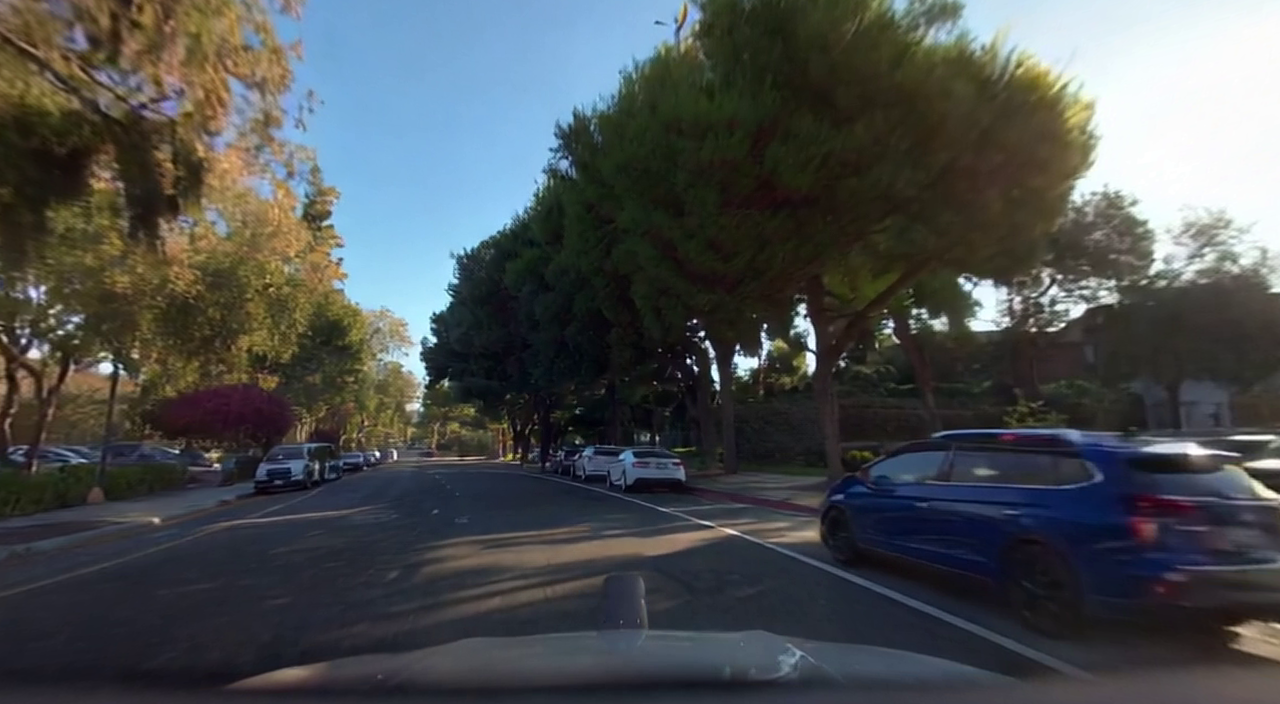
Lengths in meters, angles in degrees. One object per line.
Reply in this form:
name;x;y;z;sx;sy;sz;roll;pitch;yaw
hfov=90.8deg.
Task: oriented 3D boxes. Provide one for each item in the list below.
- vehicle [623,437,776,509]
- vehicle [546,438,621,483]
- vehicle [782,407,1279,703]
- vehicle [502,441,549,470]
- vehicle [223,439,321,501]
vehicle;1.290;2.975;16.040;2.053;1.519;4.611;3;-9;-20
vehicle;-2.496;4.535;26.734;2.055;1.731;4.686;3;-9;-20
vehicle;3.534;1.518;6.304;2.042;1.817;5.202;1;-6;-13
vehicle;-7.642;6.807;41.803;2.137;1.814;5.303;3;-9;-20
vehicle;-13.336;4.230;23.260;2.154;1.870;5.118;0;-8;-20
